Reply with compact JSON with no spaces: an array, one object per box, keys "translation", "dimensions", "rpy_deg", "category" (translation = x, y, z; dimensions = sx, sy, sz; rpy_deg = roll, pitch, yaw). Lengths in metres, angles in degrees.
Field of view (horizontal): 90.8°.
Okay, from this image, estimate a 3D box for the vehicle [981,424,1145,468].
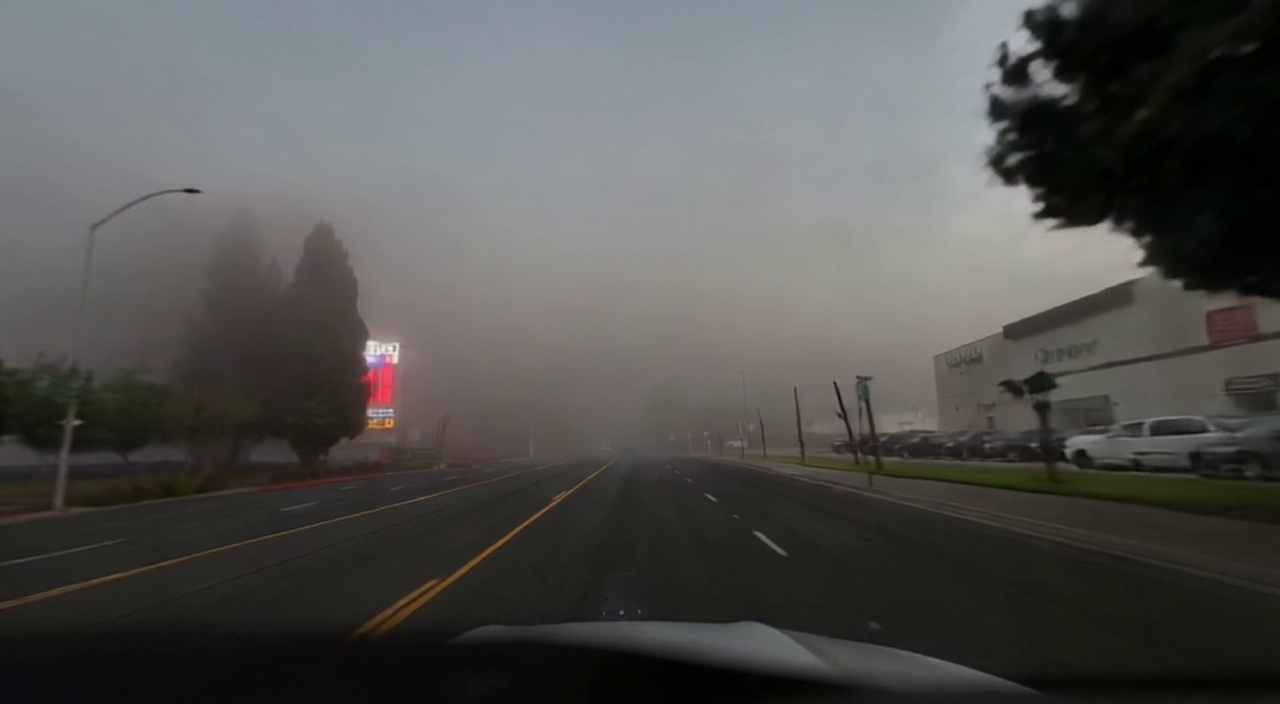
[{"translation":[15.948,3.562,24.046],"dimensions":[4.544,1.541,2.292],"rpy_deg":[-1,-8,0],"category":"vehicle"}]
